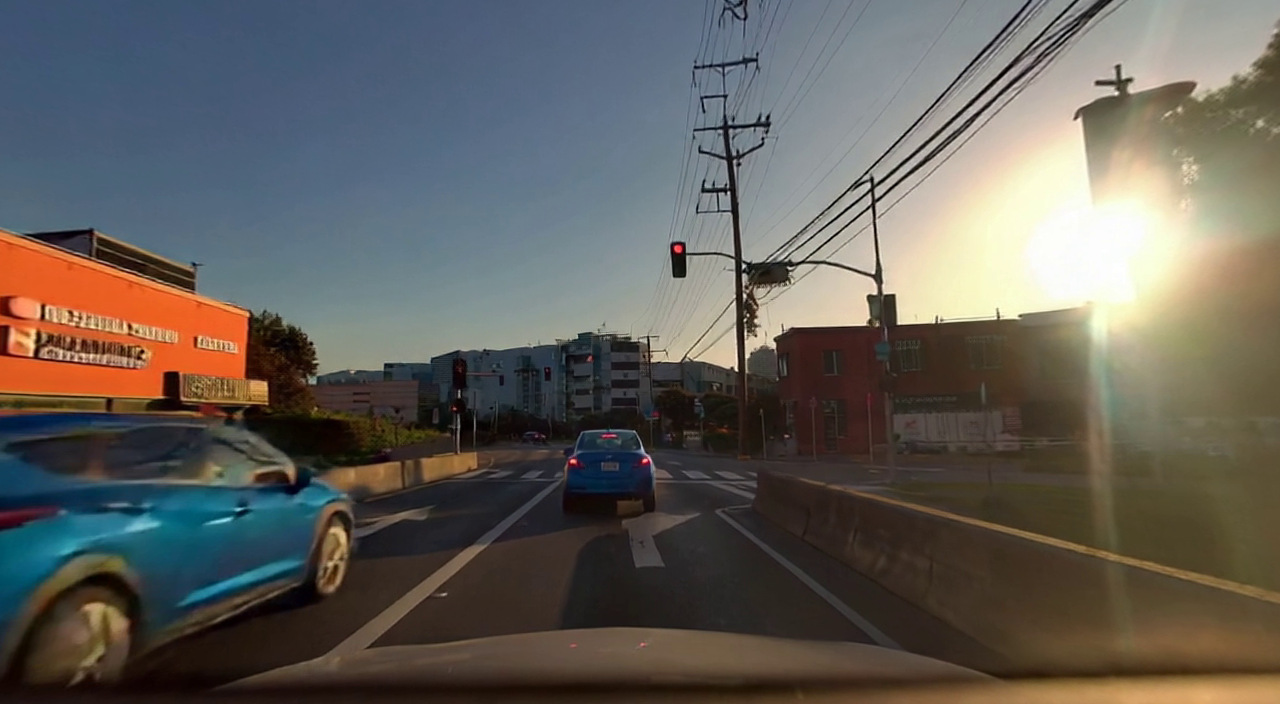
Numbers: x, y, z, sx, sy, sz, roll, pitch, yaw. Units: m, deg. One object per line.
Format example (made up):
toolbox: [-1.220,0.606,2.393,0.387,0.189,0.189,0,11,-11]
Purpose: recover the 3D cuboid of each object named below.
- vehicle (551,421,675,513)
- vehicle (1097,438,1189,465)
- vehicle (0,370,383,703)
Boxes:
vehicle: [-0.489,2.237,12.743,2.123,1.566,3.662,0,-8,-1]
vehicle: [27.886,5.492,35.037,1.635,1.433,3.558,4,-9,-30]
vehicle: [-3.415,1.035,3.606,2.097,1.573,4.284,0,-8,-1]
